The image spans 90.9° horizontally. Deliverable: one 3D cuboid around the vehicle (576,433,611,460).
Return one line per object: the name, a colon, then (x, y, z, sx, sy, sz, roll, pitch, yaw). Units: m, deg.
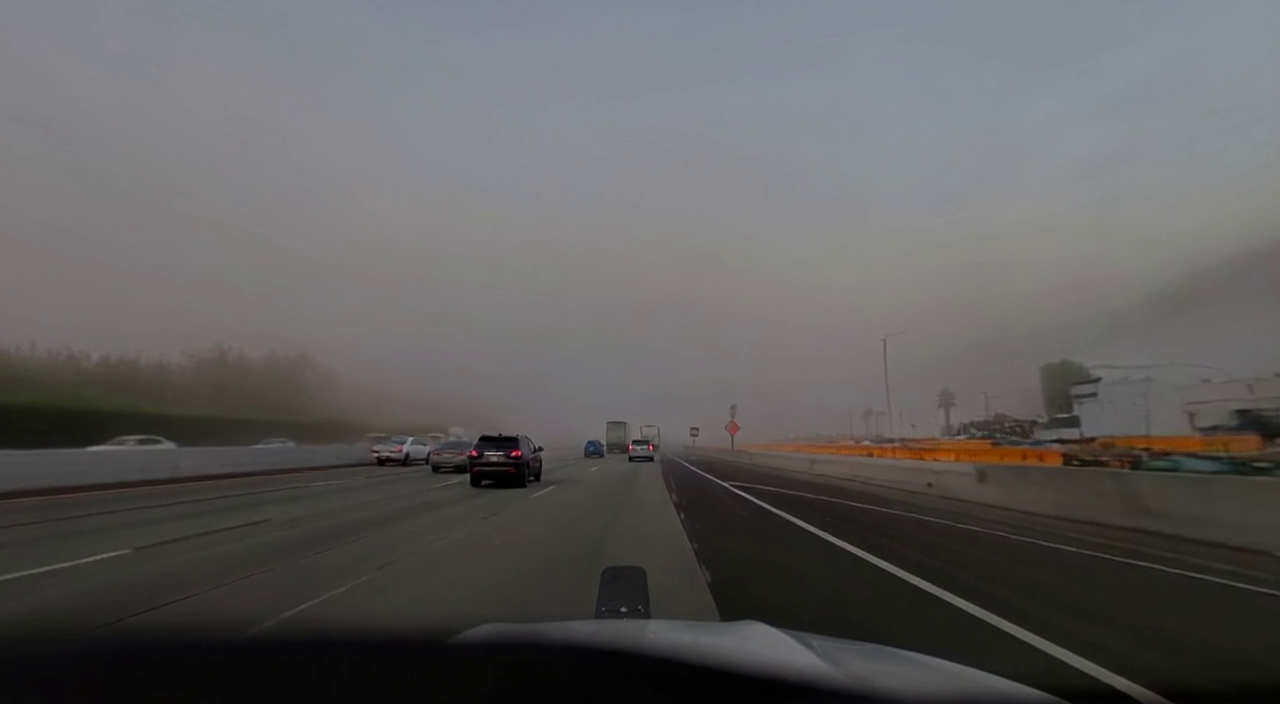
vehicle: (-3.564, 7.323, 48.966, 2.203, 1.958, 4.848, -1, -8, 2)

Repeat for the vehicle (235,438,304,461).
vehicle: (-25.042, 6.622, 42.855, 1.821, 1.458, 4.476, -1, -8, 2)

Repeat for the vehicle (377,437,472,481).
vehicle: (-7.955, 3.988, 23.746, 1.949, 1.476, 4.410, 0, -8, 1)

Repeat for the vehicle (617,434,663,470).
vehicle: (0.048, 5.025, 31.770, 2.136, 1.678, 4.052, -1, -8, 1)

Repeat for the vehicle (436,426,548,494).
vehicle: (-4.197, 3.155, 18.777, 2.108, 1.740, 4.549, -1, -8, 1)

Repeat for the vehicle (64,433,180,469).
vehicle: (-25.982, 4.972, 31.891, 1.796, 1.659, 4.575, -1, -8, 3)
